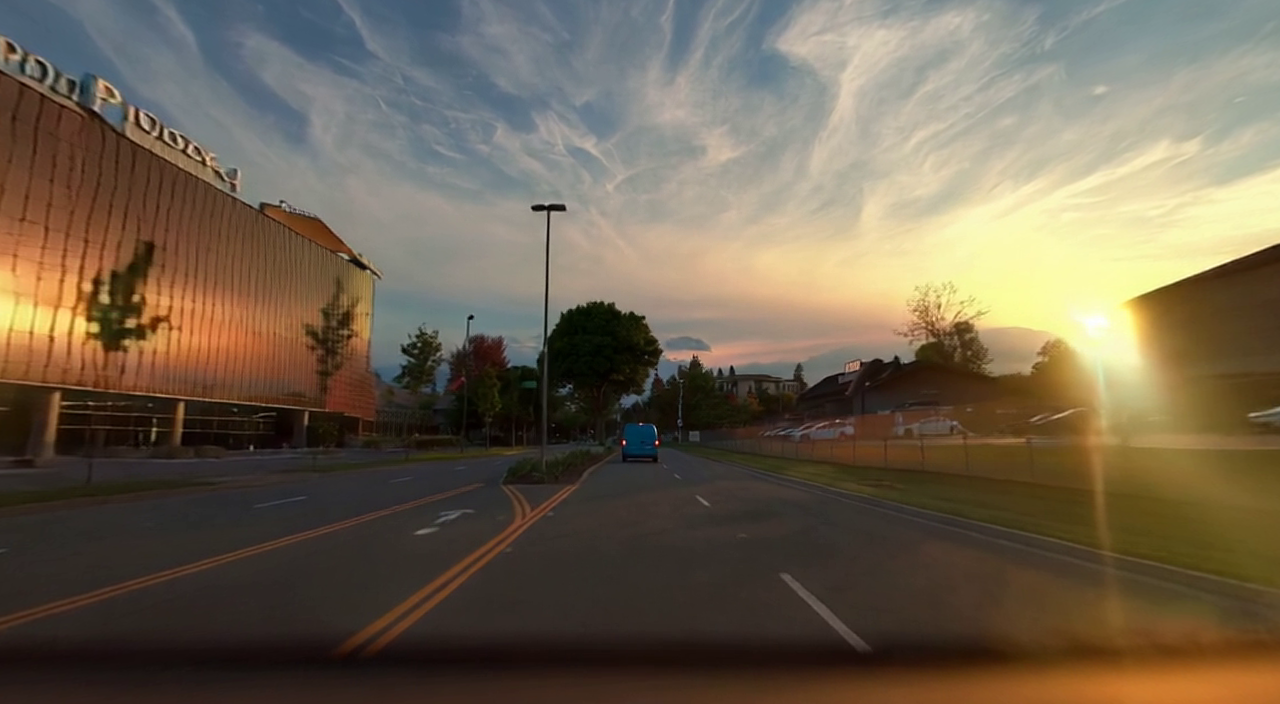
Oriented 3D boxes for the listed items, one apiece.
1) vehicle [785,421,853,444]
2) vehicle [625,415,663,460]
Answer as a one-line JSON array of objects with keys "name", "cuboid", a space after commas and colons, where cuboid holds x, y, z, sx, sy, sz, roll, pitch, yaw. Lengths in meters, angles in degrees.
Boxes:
[{"name": "vehicle", "cuboid": [12.555, 5.662, 44.331, 4.184, 1.578, 1.976, 0, -8, -2]}, {"name": "vehicle", "cuboid": [0.212, 5.800, 42.755, 2.435, 2.816, 5.232, 0, -8, -1]}]
